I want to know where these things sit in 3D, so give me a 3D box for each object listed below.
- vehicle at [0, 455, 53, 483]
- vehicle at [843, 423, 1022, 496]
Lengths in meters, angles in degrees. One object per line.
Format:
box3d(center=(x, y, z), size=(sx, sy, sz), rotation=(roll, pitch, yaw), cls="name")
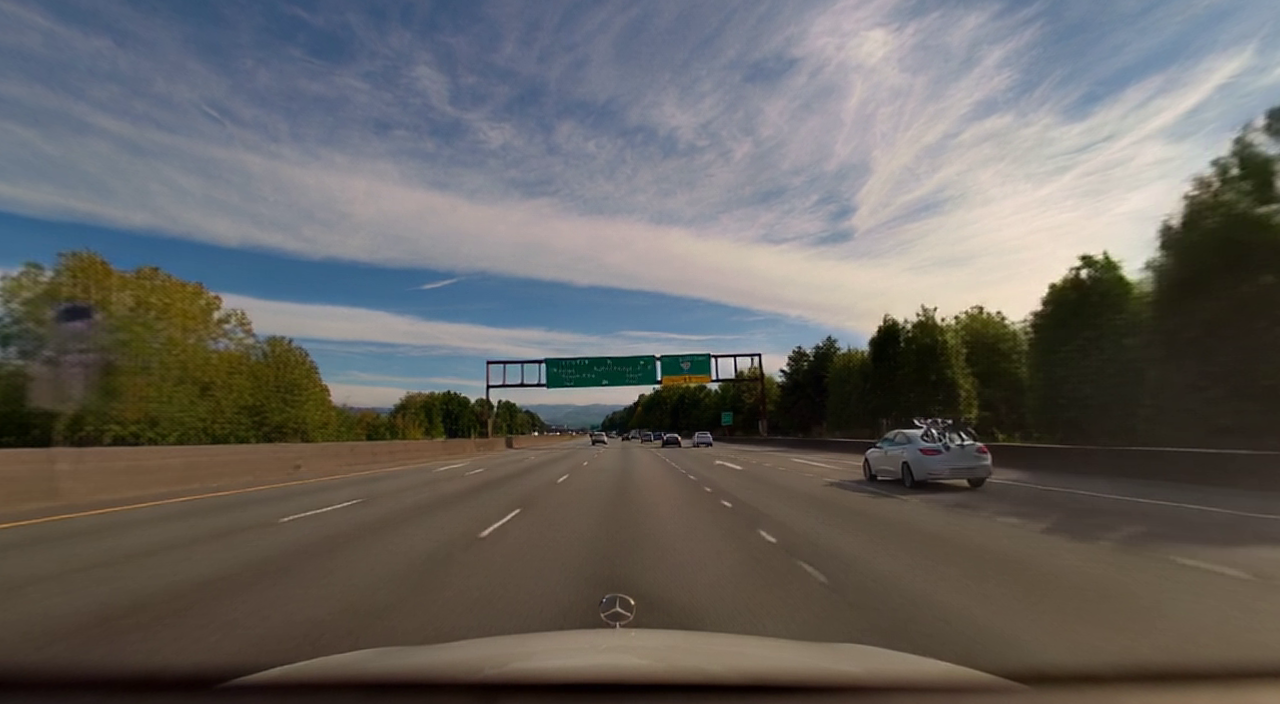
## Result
box3d(center=(-38.017, 7.022, 37.938), size=(1.739, 1.457, 4.072), rotation=(1, -8, -7), cls="vehicle")
box3d(center=(6.899, 2.569, 15.588), size=(2.034, 1.511, 4.785), rotation=(0, -8, -1), cls="vehicle")
